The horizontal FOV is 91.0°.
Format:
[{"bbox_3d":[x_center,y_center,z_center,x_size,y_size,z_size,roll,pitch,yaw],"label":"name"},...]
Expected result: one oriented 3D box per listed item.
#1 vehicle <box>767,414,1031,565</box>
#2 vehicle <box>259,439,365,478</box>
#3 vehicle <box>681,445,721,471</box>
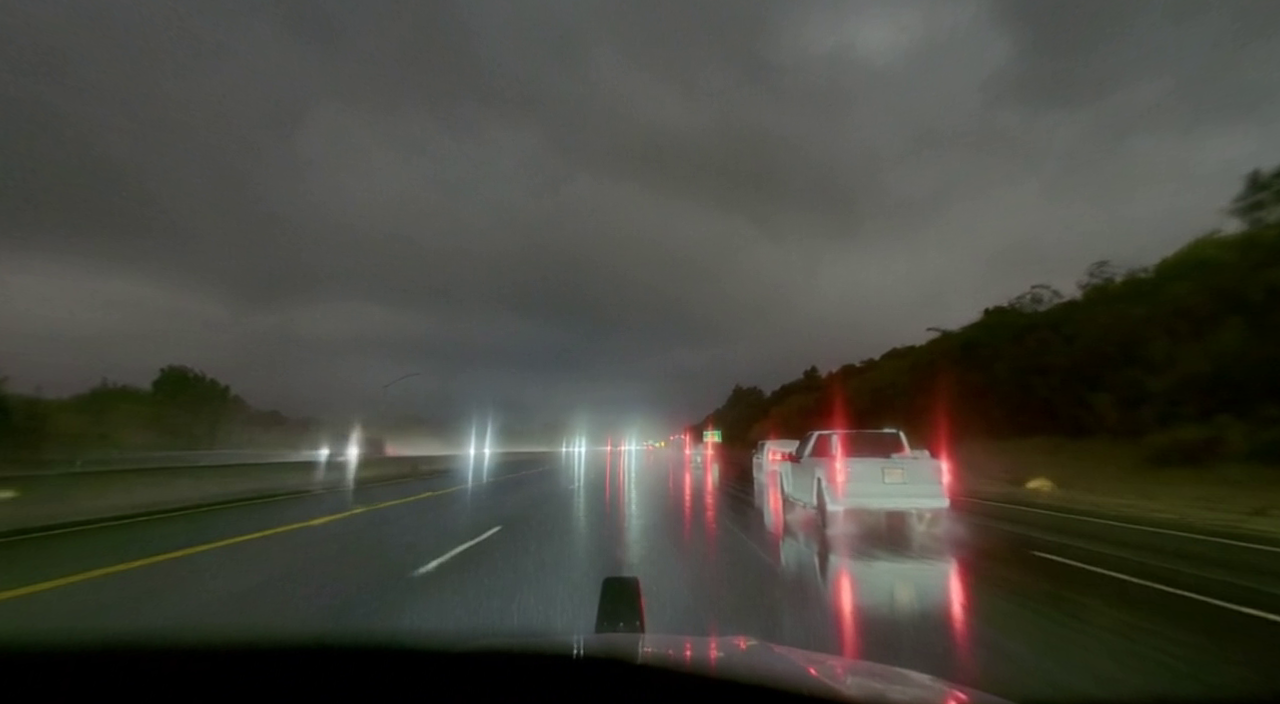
[{"bbox_3d":[3.326,1.866,9.194,2.095,1.668,4.135,0,-9,0],"label":"vehicle"},{"bbox_3d":[-14.234,4.662,27.713,1.977,1.535,4.707,0,-9,2],"label":"vehicle"},{"bbox_3d":[3.714,6.518,39.037,2.047,1.501,4.237,0,-9,0],"label":"vehicle"}]
